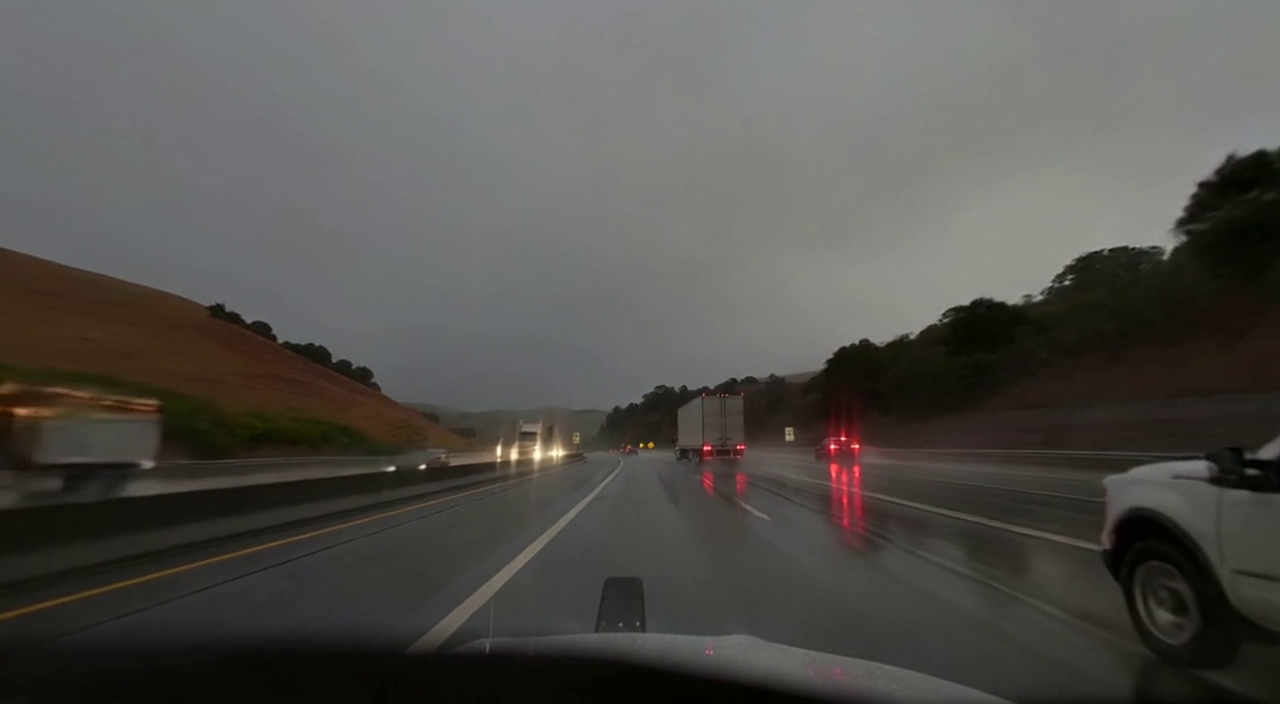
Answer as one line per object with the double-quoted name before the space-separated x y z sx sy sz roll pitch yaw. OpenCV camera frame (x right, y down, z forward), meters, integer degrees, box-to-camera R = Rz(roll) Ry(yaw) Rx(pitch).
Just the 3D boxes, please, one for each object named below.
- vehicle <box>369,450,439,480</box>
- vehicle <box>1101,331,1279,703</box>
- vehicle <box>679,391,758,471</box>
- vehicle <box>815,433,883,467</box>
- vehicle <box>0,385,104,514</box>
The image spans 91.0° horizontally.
"vehicle" -12.643 6.044 34.043 1.984 1.501 4.706 0 -9 0
"vehicle" 3.768 0.612 1.533 2.055 1.737 4.224 0 -9 0
"vehicle" 4.217 4.715 36.756 3.049 3.968 10.706 0 -9 -1
"vehicle" 11.526 5.471 35.112 2.046 1.741 4.769 0 -9 -1
"vehicle" -16.409 2.082 13.423 2.747 2.984 8.051 0 -9 0
